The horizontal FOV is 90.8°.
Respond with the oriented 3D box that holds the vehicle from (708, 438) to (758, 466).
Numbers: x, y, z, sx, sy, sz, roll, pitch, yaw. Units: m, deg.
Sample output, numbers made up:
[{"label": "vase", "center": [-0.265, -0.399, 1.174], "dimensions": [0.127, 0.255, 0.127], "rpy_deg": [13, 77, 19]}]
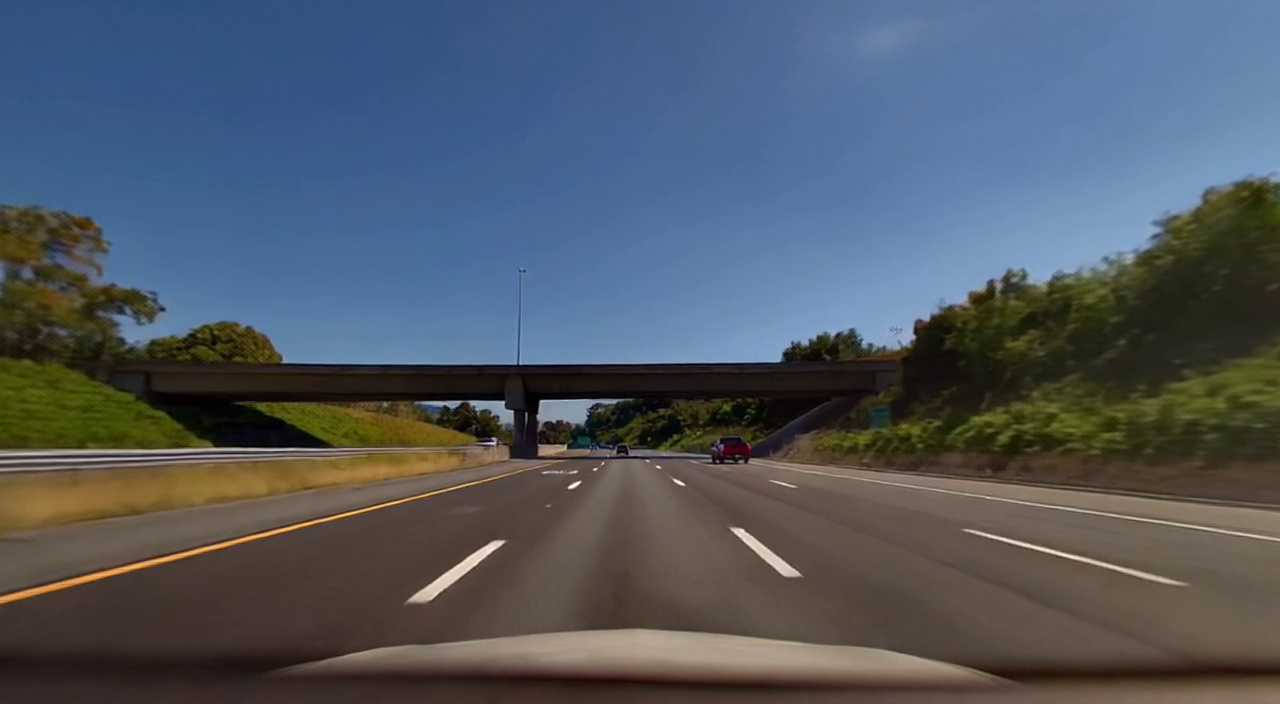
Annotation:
[{"label": "vehicle", "center": [6.507, 7.072, 44.830], "dimensions": [2.395, 1.819, 6.086], "rpy_deg": [0, -8, -2]}]
